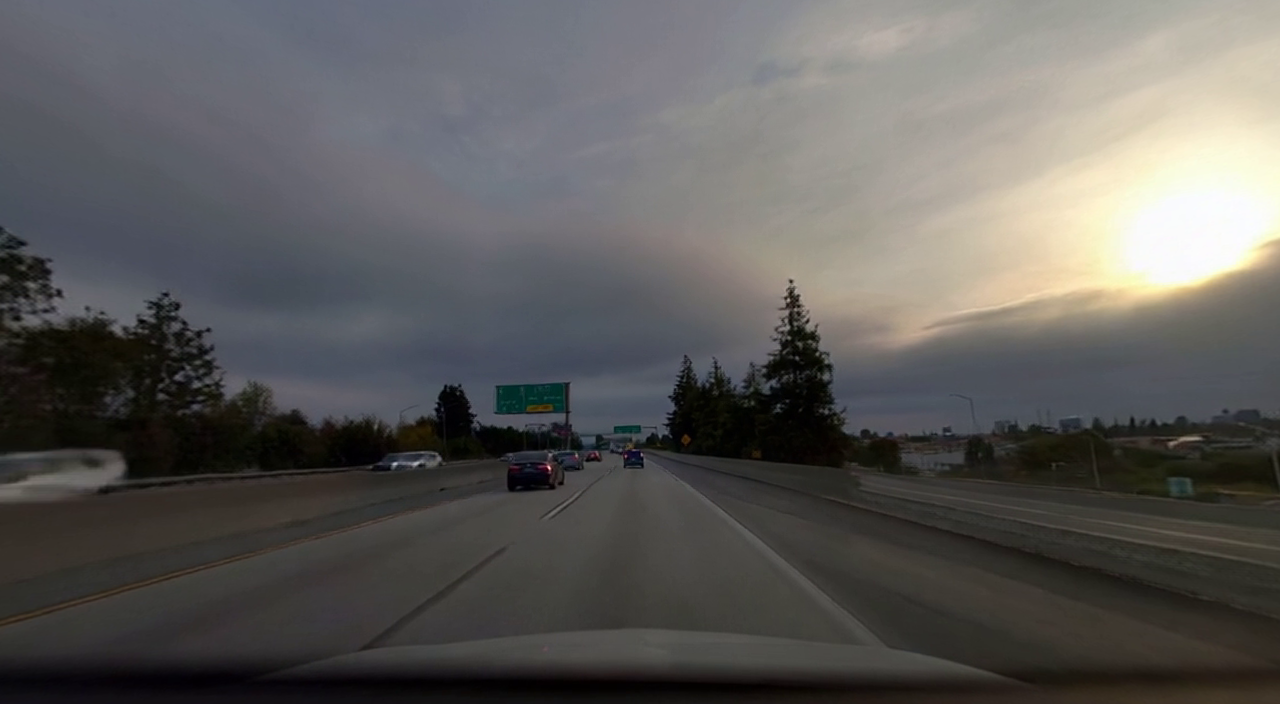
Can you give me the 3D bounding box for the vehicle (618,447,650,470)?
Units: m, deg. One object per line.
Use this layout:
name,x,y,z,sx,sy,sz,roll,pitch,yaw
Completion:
vehicle,-0.425,7.227,43.051,2.100,1.471,3.956,0,-8,-1

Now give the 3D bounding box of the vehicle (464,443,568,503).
vehicle,-3.444,3.447,18.507,2.067,1.509,4.551,0,-8,1

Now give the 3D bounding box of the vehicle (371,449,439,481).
vehicle,-13.631,6.539,36.863,2.105,1.676,4.777,0,-8,0
